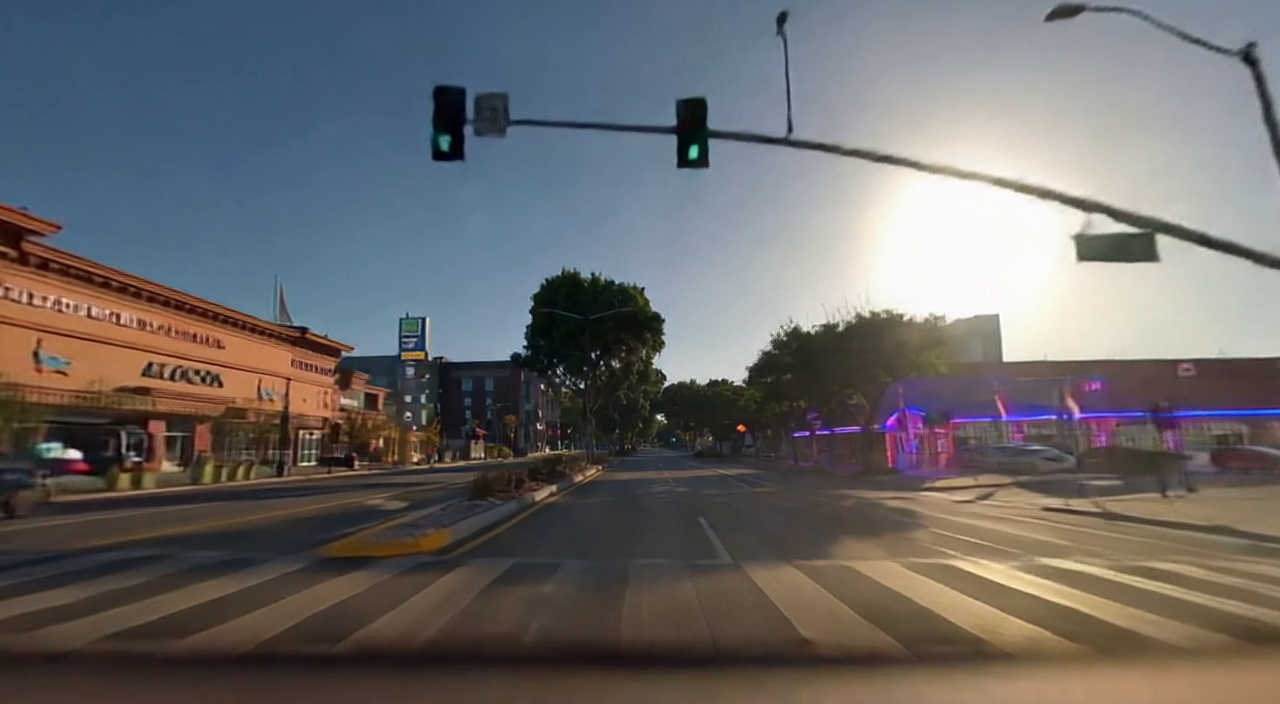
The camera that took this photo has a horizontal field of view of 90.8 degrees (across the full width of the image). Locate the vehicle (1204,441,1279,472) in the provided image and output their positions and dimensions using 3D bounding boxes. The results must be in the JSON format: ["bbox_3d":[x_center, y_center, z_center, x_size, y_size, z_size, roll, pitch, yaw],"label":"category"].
[{"bbox_3d":[33.519,5.575,33.764,4.757,1.578,2.059,0,-9,-2],"label":"vehicle"}]

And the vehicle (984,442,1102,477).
[{"bbox_3d":[19.871,5.321,31.308,4.468,1.635,2.017,0,-9,-2],"label":"vehicle"}]

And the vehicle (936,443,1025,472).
[{"bbox_3d":[21.222,6.594,39.469,4.376,1.575,1.981,-1,-9,-7],"label":"vehicle"}]
